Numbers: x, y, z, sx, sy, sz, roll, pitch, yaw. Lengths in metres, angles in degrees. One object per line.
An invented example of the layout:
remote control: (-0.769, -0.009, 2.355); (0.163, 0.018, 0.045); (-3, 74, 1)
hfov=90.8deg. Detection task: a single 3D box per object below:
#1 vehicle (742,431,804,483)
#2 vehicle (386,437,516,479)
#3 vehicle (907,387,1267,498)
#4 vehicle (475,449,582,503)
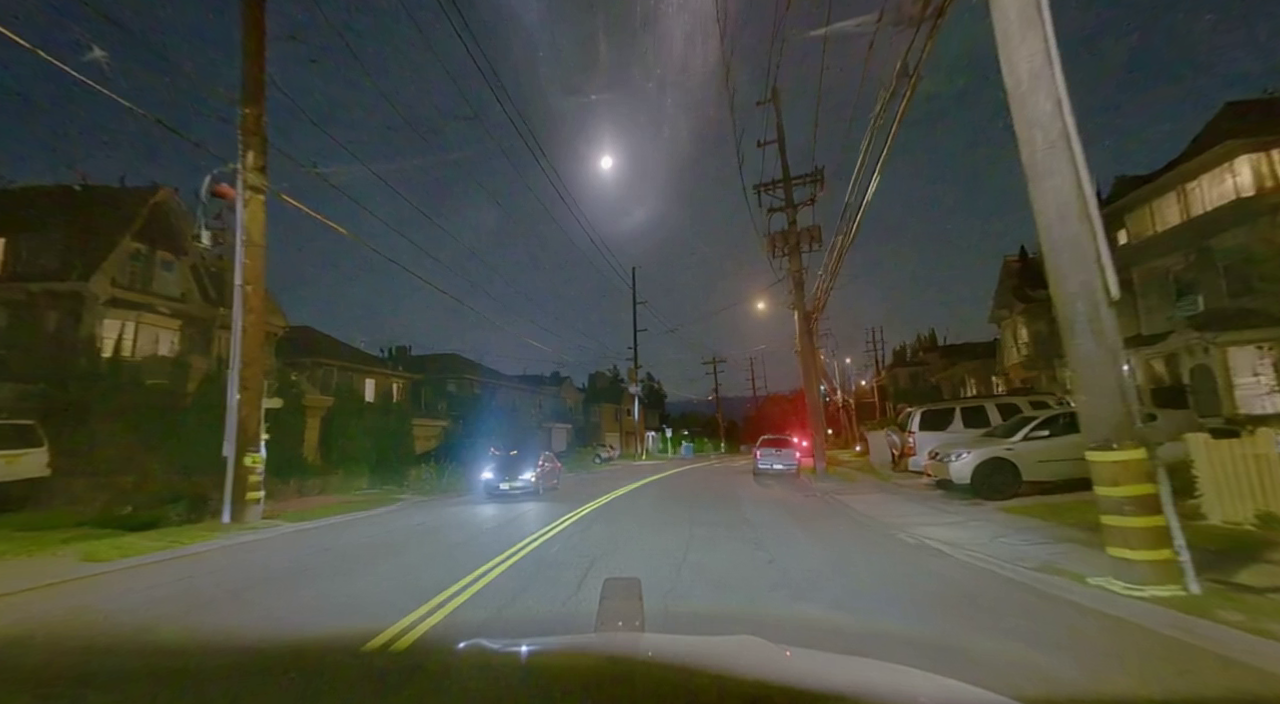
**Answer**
vehicle: (5.601, 4.484, 27.274); (2.273, 1.938, 6.400); (-2, -9, 9)
vehicle: (-9.270, 5.212, 31.183); (5.632, 1.957, 2.302); (-2, -9, 9)
vehicle: (9.147, 1.957, 13.541); (5.762, 2.116, 2.258); (-1, -9, 6)
vehicle: (-3.363, 3.863, 20.223); (2.015, 1.464, 4.870); (-1, -9, 7)
